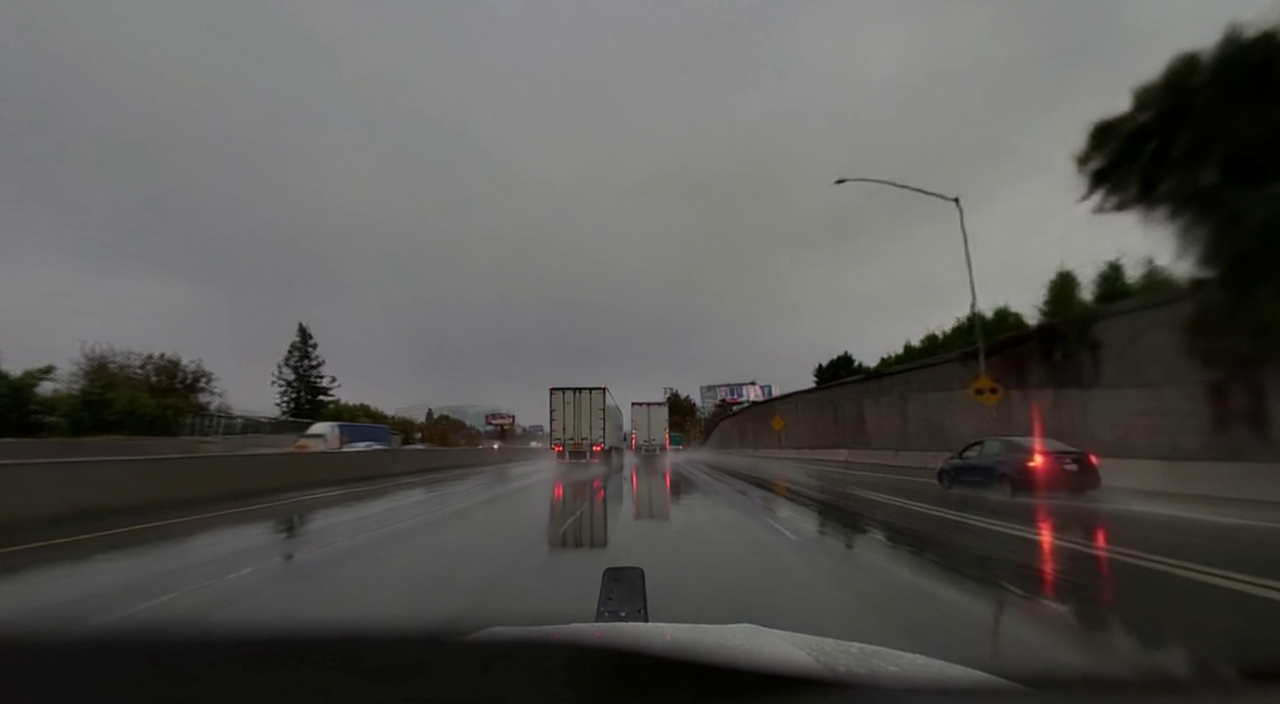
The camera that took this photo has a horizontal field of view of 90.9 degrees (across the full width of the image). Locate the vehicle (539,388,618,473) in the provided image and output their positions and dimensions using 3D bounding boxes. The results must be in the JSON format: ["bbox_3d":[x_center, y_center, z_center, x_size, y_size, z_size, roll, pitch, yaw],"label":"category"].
[{"bbox_3d":[-3.073,4.451,35.389,2.962,3.947,11.574,0,-8,1],"label":"vehicle"}]

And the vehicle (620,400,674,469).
[{"bbox_3d":[0.413,5.418,42.040,3.054,3.944,11.230,-1,-7,0],"label":"vehicle"}]

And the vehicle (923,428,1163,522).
[{"bbox_3d":[7.835,2.382,12.937,1.969,1.560,4.394,1,-8,-1],"label":"vehicle"}]
